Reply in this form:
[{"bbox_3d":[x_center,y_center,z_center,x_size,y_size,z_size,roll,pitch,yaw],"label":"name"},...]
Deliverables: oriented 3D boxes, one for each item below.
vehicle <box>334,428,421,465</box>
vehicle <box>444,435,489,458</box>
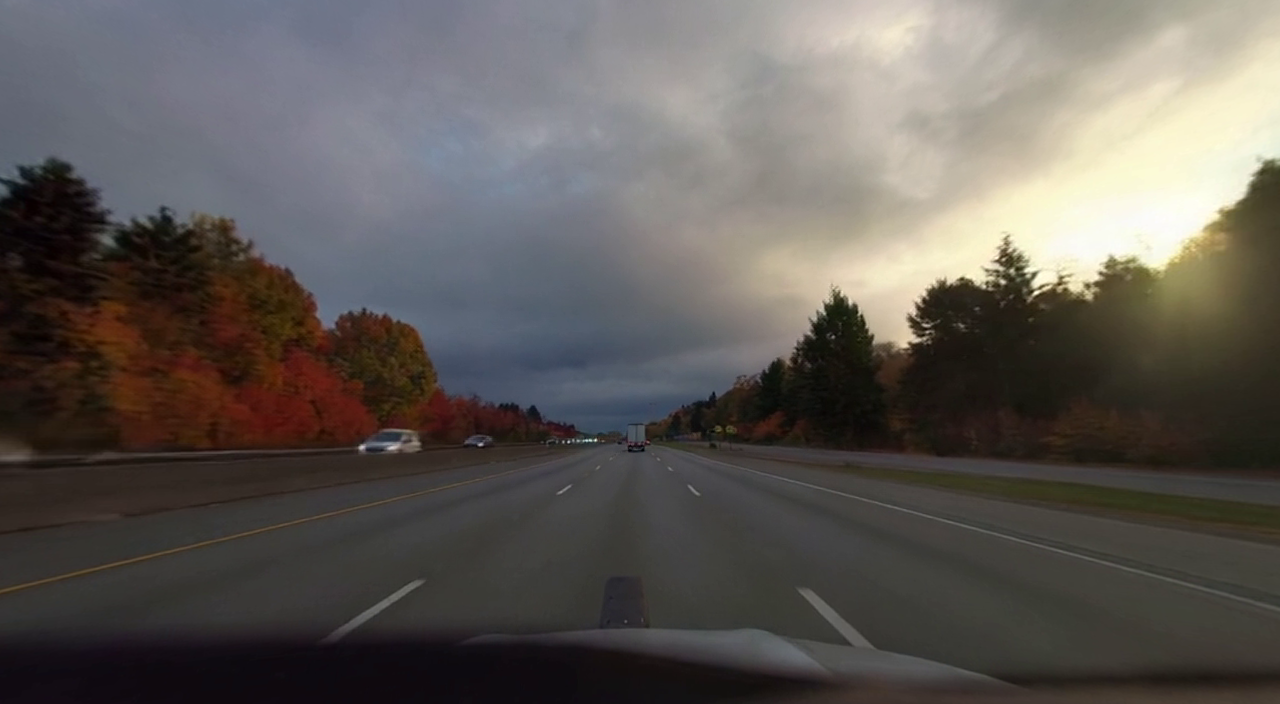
[{"bbox_3d":[-11.558,4.200,28.050,1.969,1.543,4.300,0,-8,1],"label":"vehicle"},{"bbox_3d":[-11.779,6.439,43.072,1.871,1.495,4.368,0,-8,0],"label":"vehicle"}]
